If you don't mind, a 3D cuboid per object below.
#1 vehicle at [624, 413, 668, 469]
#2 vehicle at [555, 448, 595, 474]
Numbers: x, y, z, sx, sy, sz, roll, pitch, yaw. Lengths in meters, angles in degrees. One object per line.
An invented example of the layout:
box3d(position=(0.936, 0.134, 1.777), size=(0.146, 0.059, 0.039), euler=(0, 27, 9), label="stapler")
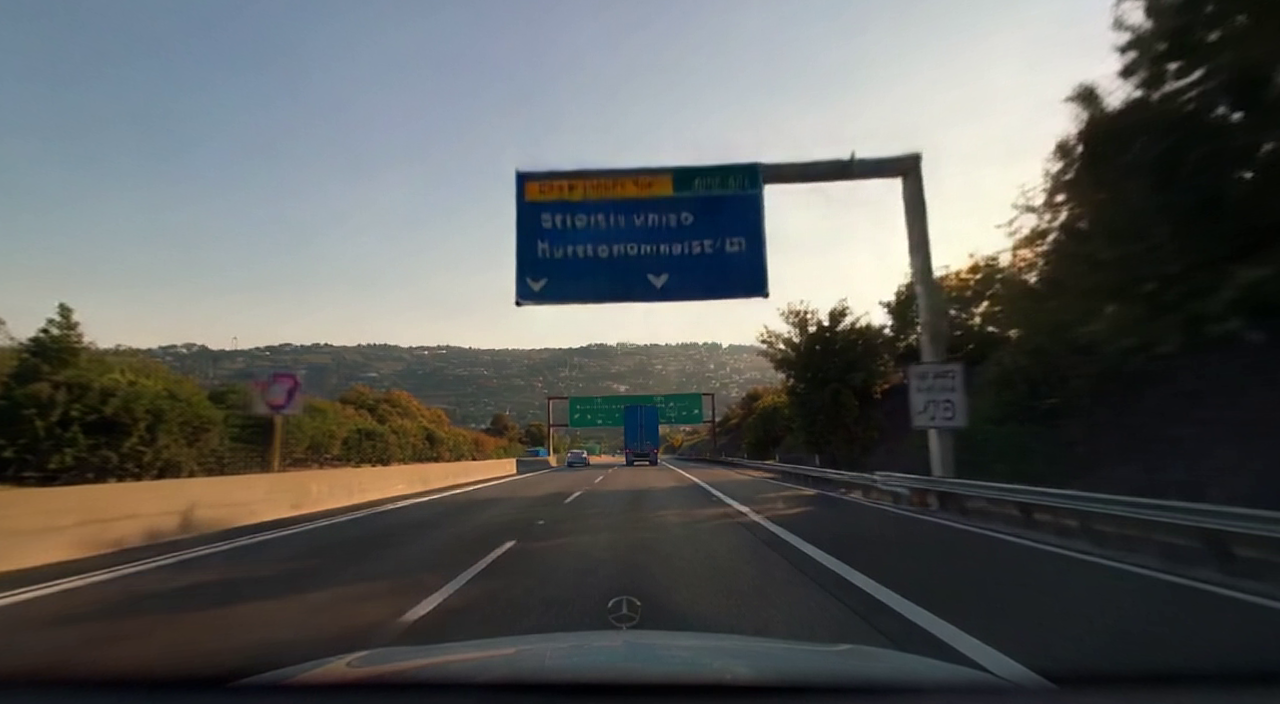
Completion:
box3d(position=(0.269, 6.815, 47.931), size=(2.864, 3.805, 9.500), euler=(0, -9, -2), label="vehicle")
box3d(position=(-4.089, 6.903, 40.224), size=(2.053, 1.523, 4.450), euler=(0, -9, 1), label="vehicle")
